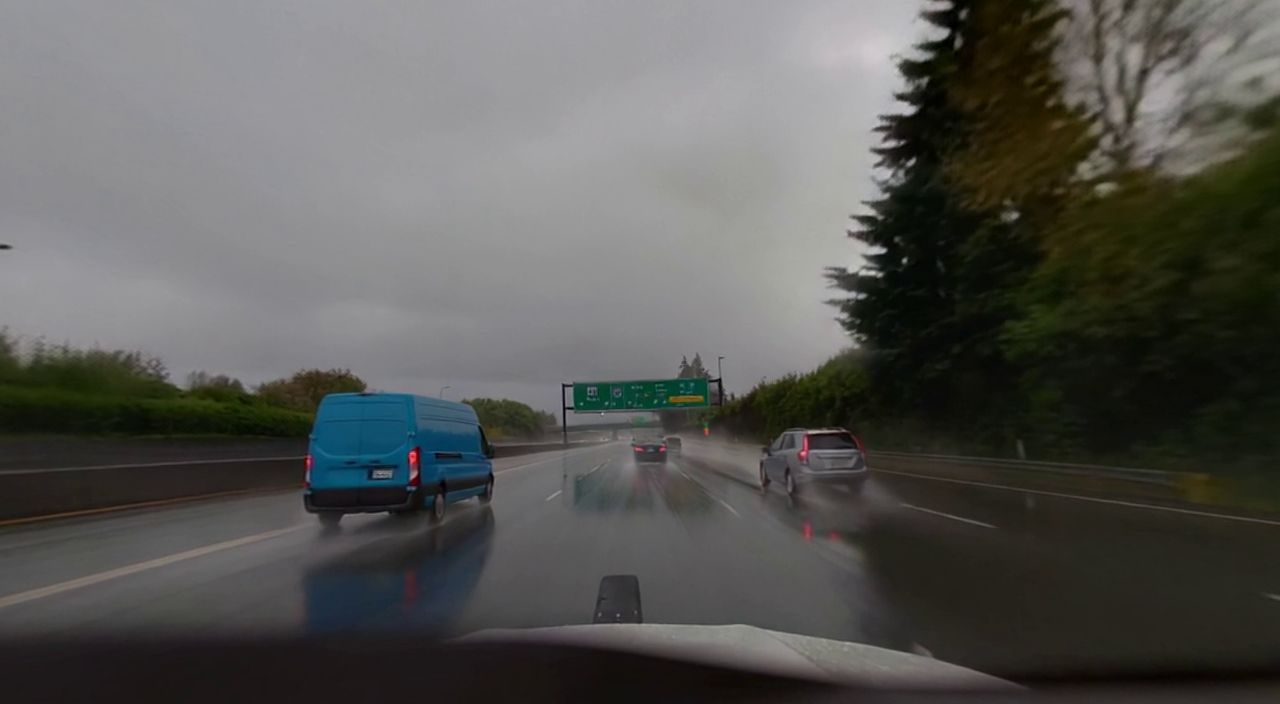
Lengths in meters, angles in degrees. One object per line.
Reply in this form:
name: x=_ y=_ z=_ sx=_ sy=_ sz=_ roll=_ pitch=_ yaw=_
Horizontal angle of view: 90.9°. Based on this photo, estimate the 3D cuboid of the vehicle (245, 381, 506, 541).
vehicle: x=-3.966 y=1.745 z=10.758 sx=2.275 sy=2.053 sz=5.082 roll=0 pitch=-8 yaw=-1

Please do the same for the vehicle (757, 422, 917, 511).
vehicle: x=4.085 y=2.426 z=14.015 sx=1.996 sy=1.638 sz=4.496 roll=0 pitch=-8 yaw=-1

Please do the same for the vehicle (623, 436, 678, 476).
vehicle: x=0.385 y=4.130 z=25.348 sx=2.020 sy=1.464 sz=3.803 roll=0 pitch=-8 yaw=0
